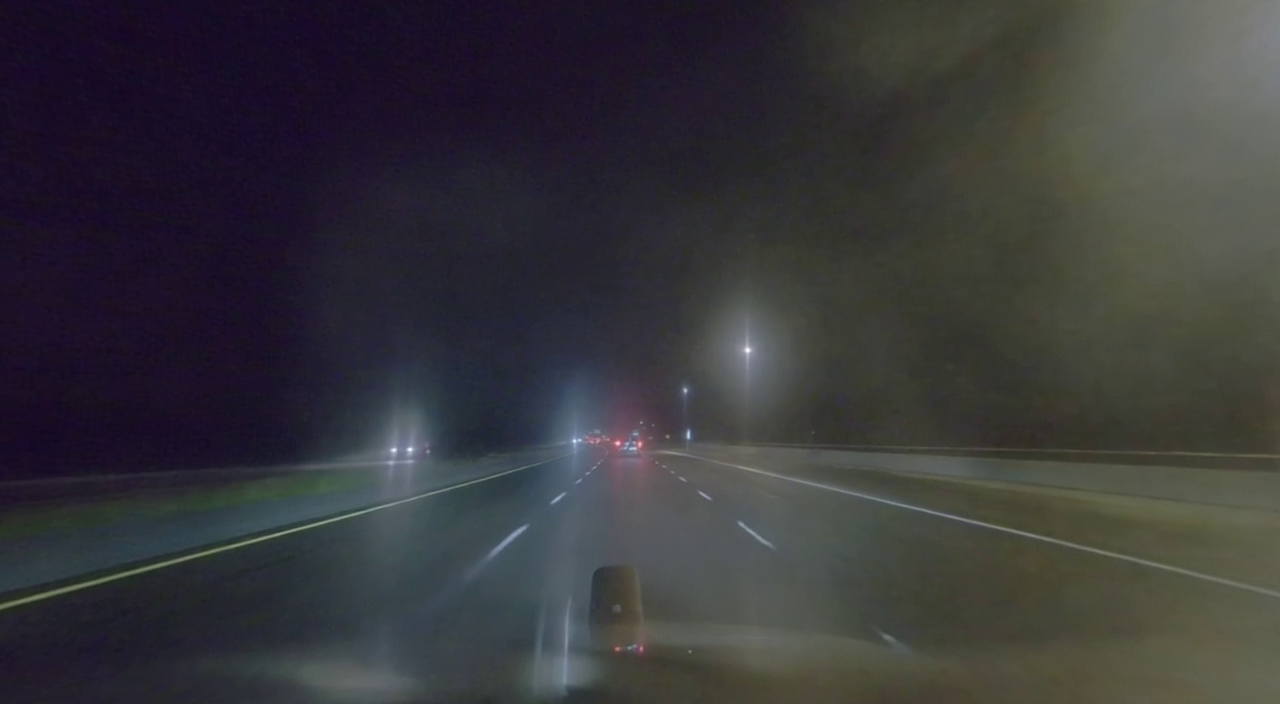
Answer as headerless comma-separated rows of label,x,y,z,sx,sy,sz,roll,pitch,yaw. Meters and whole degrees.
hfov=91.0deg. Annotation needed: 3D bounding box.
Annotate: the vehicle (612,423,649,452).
vehicle,-0.668,5.407,39.667,2.157,1.647,4.524,0,-8,-3
